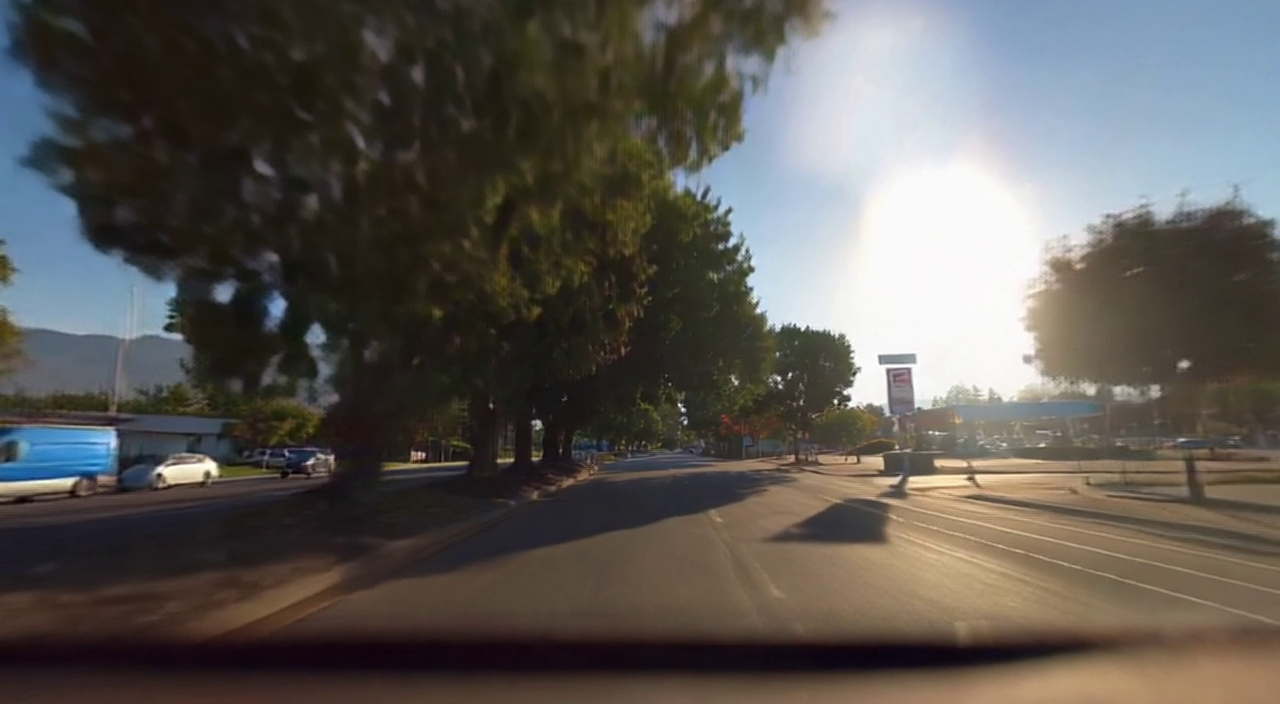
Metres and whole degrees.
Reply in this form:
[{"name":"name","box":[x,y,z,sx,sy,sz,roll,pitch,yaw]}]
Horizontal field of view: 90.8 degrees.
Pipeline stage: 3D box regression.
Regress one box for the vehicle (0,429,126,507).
[{"name":"vehicle","box":[-19.177,3.529,19.387,2.216,2.161,5.522,-2,-8,-1]}]

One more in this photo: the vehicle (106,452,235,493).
[{"name":"vehicle","box":[-18.968,4.840,25.827,1.829,1.462,4.463,0,-8,1]}]

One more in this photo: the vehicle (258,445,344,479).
[{"name":"vehicle","box":[-18.874,6.111,35.541,1.906,1.744,5.165,0,-8,1]}]
